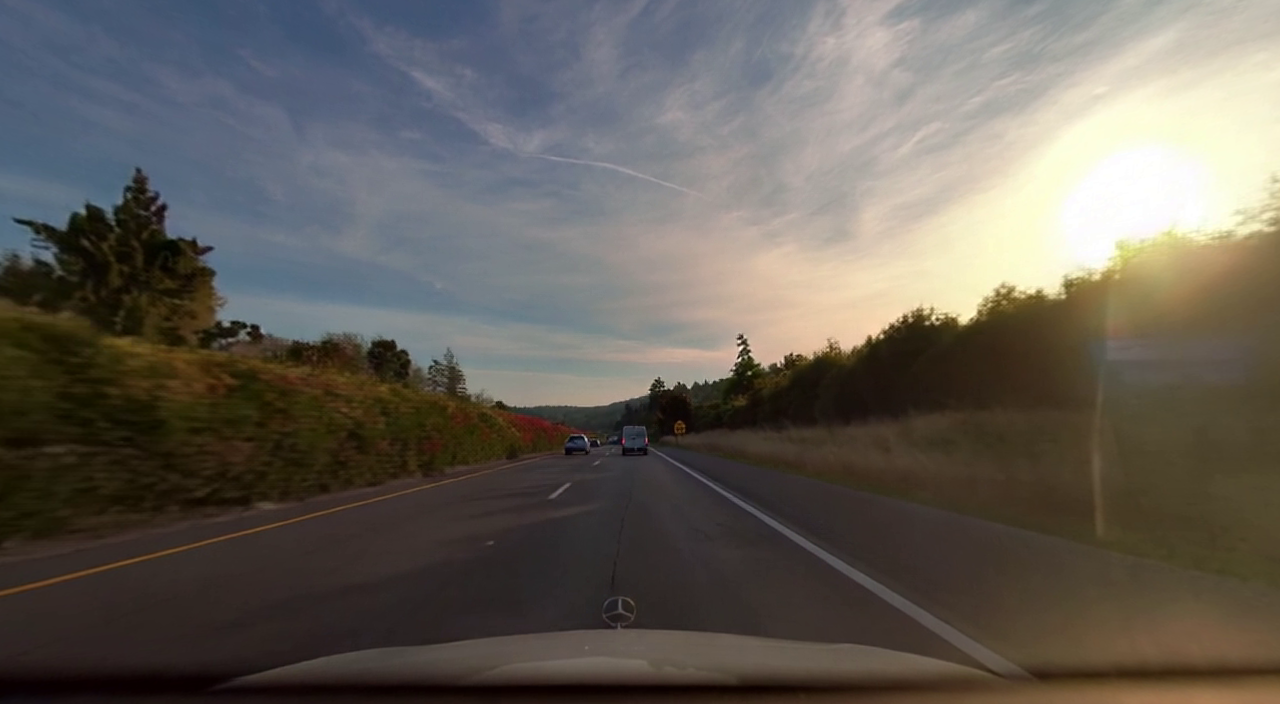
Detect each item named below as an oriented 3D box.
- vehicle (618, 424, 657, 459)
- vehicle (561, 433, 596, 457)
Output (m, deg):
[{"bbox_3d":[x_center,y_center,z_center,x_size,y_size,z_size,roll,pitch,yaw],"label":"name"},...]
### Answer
[{"bbox_3d":[-0.210,5.308,37.329,2.223,1.957,4.416,0,-8,-2],"label":"vehicle"},{"bbox_3d":[-4.210,6.445,43.759,2.062,1.567,4.117,0,-8,-1],"label":"vehicle"}]
